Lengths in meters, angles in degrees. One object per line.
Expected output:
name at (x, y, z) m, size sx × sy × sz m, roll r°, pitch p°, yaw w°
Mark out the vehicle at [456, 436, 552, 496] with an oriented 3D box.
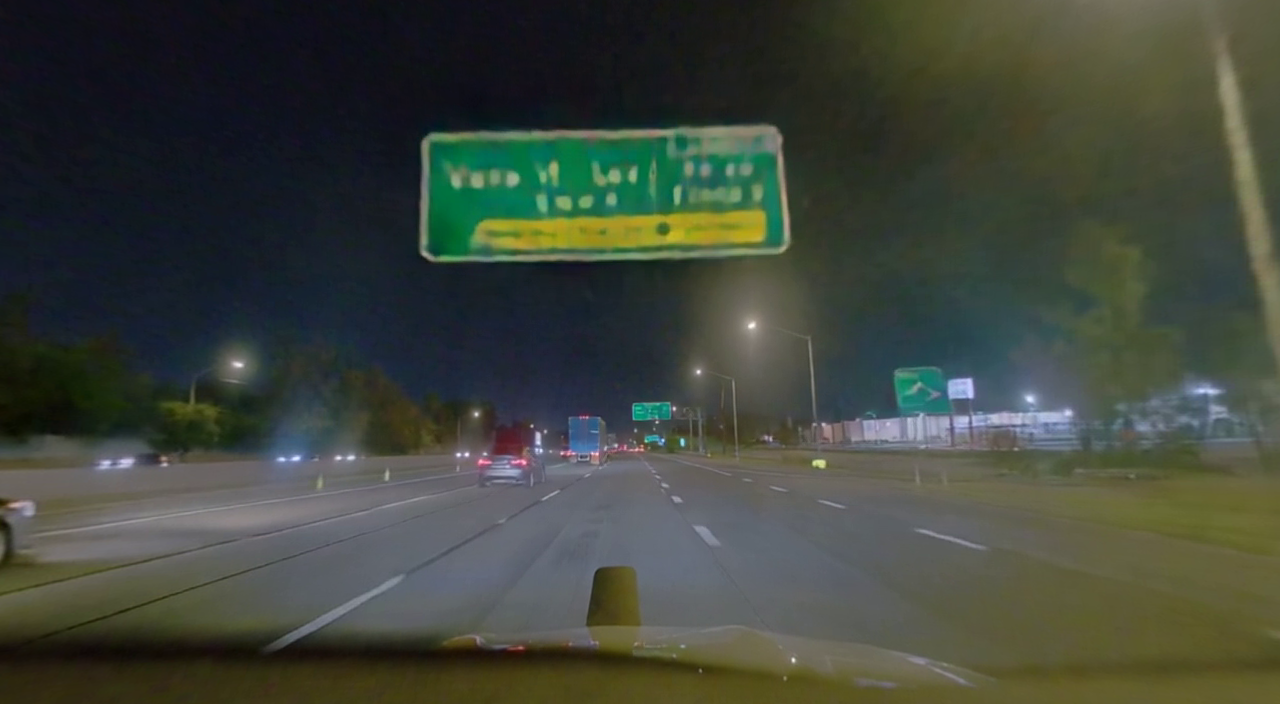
vehicle at (-4.095, 3.504, 19.768) m, size 2.033 × 1.669 × 4.112 m, roll 0°, pitch -9°, yaw 0°
